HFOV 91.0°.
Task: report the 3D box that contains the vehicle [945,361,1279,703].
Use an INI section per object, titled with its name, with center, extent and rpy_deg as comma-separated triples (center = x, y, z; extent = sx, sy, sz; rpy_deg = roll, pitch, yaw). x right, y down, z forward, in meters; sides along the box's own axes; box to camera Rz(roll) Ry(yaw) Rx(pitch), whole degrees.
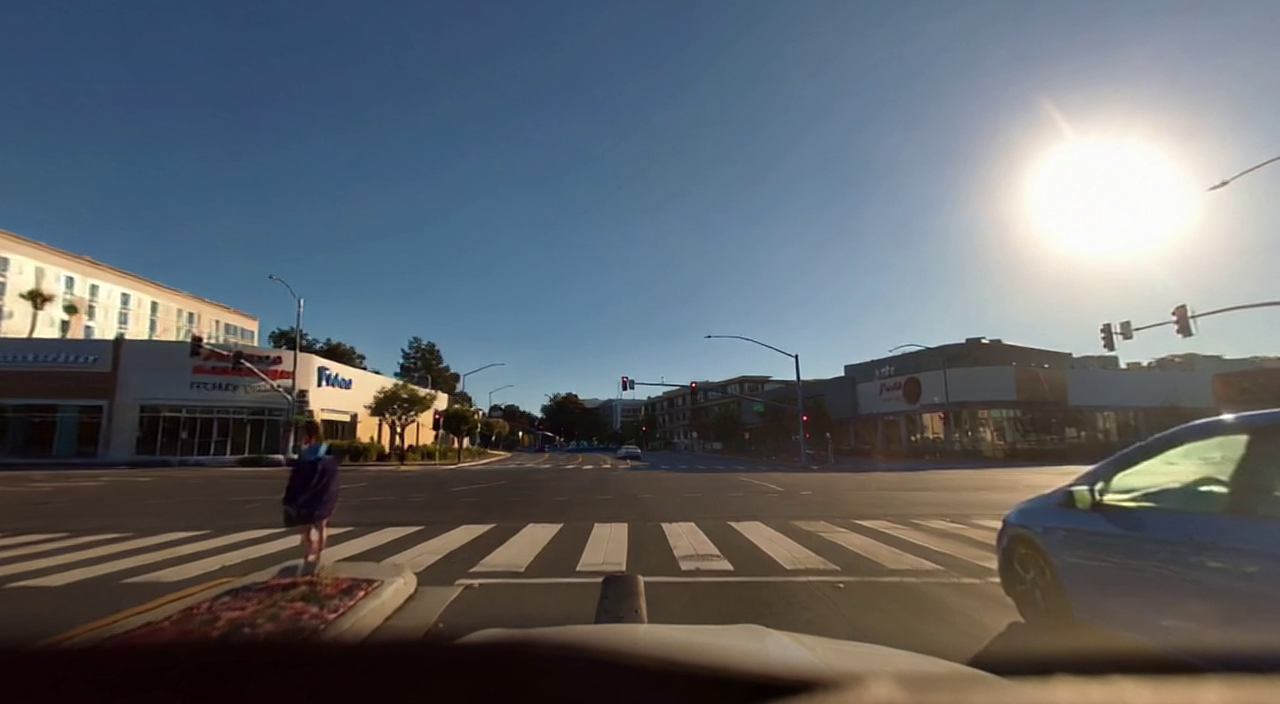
[vehicle]
center = 3.471, 0.928, 2.895
extent = 2.067, 1.625, 4.073
rpy_deg = 0, -8, 0
